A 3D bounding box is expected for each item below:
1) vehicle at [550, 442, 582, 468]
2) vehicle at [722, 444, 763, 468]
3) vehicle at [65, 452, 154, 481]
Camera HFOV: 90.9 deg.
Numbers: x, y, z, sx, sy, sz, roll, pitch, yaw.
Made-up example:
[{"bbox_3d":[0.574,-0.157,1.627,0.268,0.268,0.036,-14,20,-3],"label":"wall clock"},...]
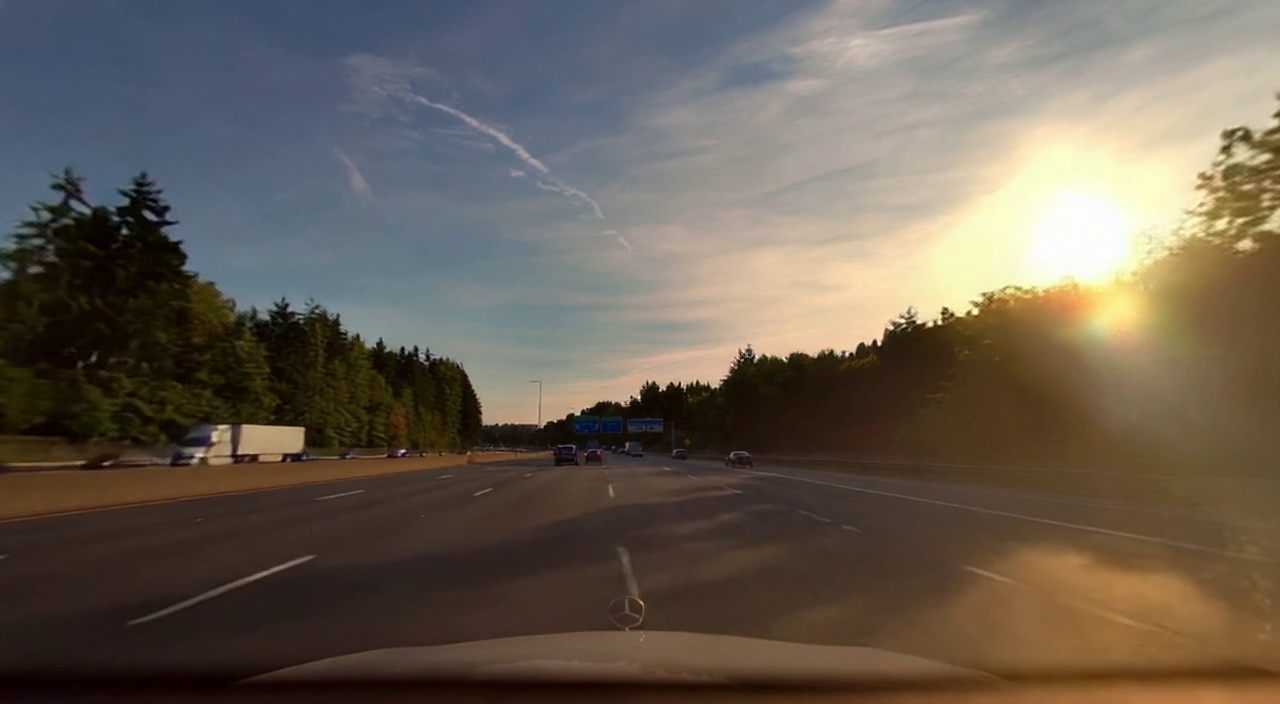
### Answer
[{"bbox_3d":[-5.419,7.628,46.738,2.167,1.847,4.097,0,-9,-5],"label":"vehicle"},{"bbox_3d":[7.281,7.457,45.179,1.989,1.591,4.348,0,-9,-4],"label":"vehicle"},{"bbox_3d":[-31.135,6.713,37.138,1.827,1.563,4.222,1,-9,-6],"label":"vehicle"}]
